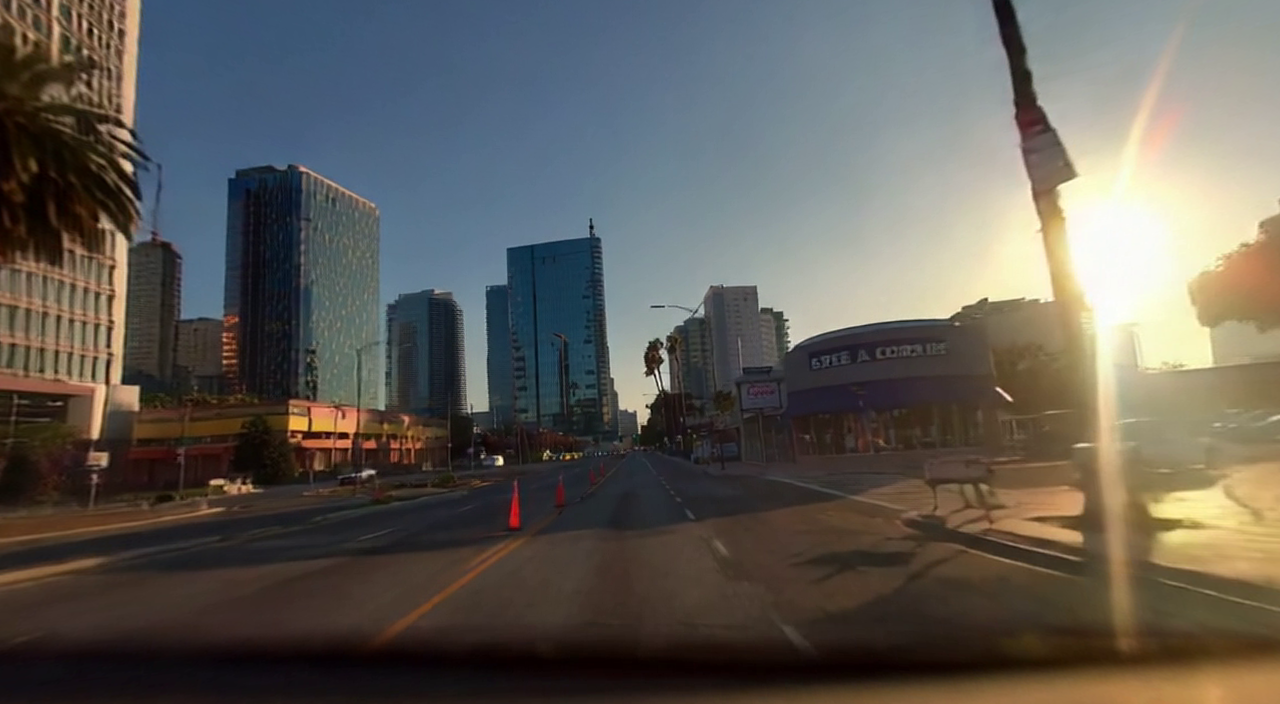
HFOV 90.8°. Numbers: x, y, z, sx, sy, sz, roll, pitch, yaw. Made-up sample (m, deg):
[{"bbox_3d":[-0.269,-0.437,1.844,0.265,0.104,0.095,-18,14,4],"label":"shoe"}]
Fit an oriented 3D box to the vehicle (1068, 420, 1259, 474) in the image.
[{"bbox_3d":[16.345,2.968,19.776,5.091,1.528,1.972,2,-10,-17],"label":"vehicle"}]
